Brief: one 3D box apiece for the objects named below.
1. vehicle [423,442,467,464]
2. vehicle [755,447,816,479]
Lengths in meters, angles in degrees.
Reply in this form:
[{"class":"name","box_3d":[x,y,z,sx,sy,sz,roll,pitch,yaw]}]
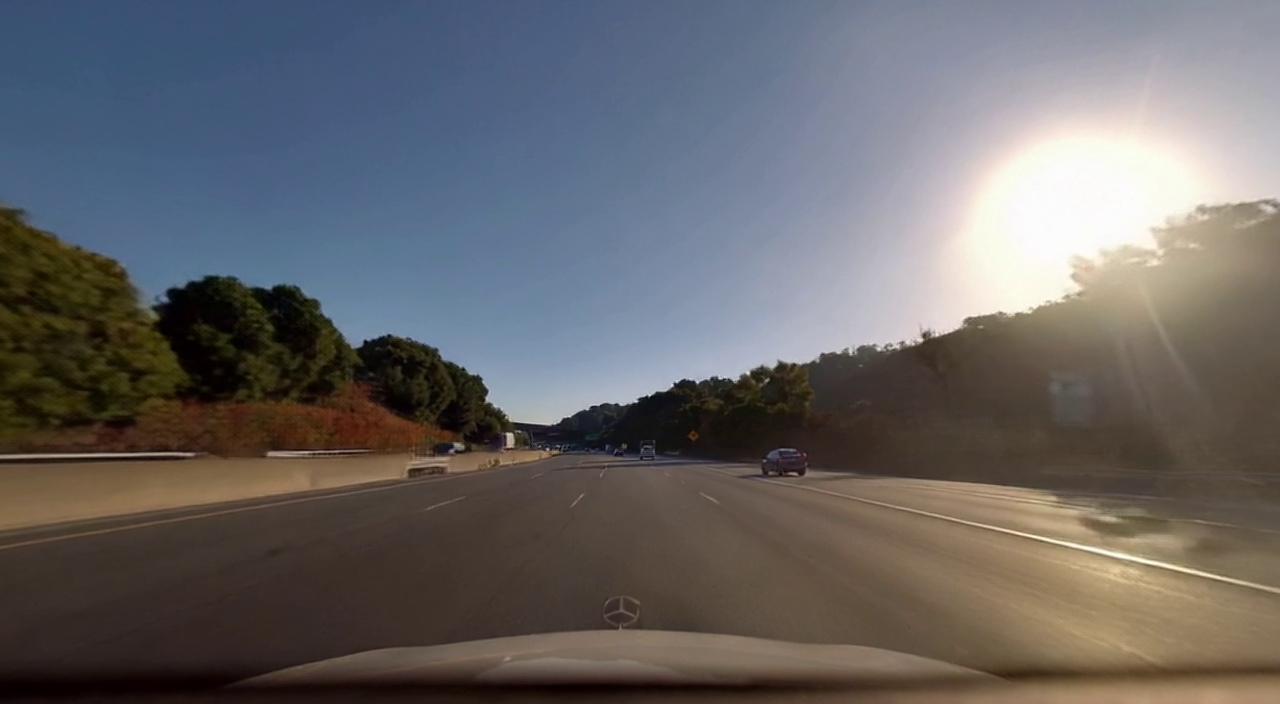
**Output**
[{"class":"vehicle","box_3d":[-13.640,7.092,44.175,1.851,1.486,4.205,0,-9,-1]},{"class":"vehicle","box_3d":[7.197,5.515,31.482,1.942,1.462,3.926,0,-9,-2]}]
